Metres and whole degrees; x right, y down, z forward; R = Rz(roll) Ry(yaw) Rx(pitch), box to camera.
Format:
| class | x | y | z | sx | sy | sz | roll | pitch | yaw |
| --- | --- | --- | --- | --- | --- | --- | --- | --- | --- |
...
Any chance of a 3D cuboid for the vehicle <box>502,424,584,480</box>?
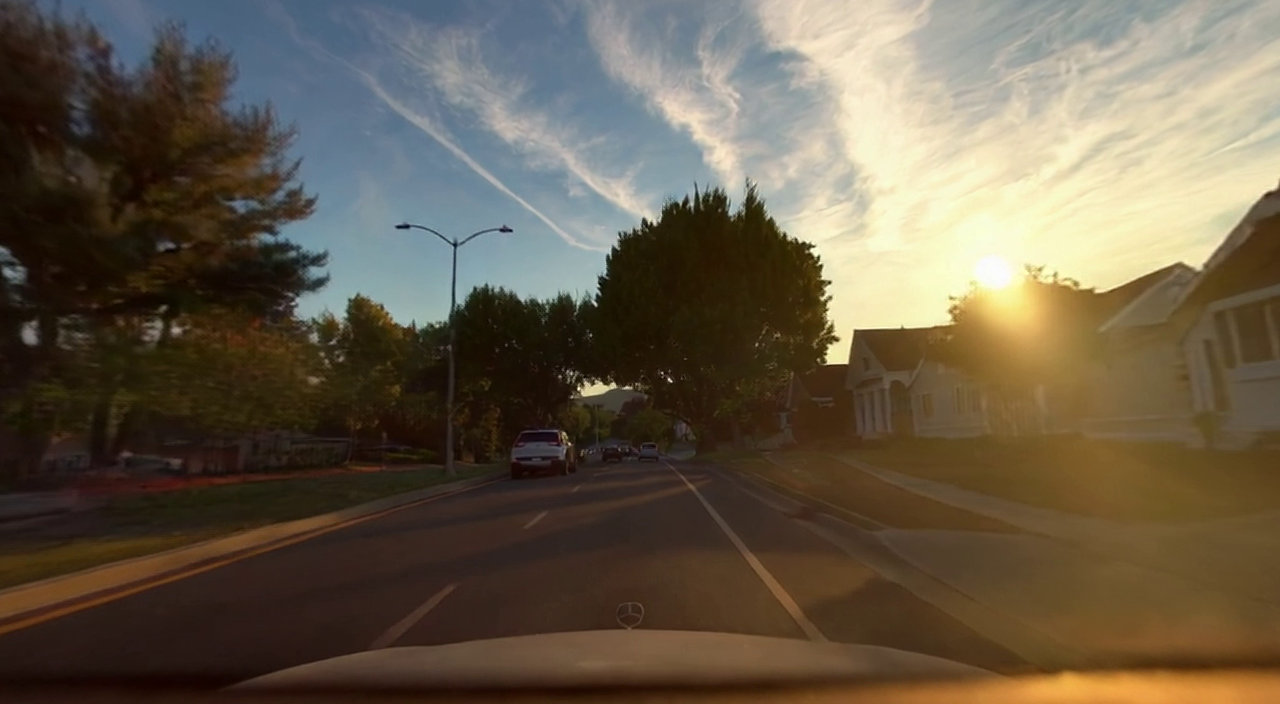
| class | x | y | z | sx | sy | sz | roll | pitch | yaw |
| --- | --- | --- | --- | --- | --- | --- | --- | --- | --- |
| vehicle | -3.260 | 3.471 | 22.217 | 2.073 | 1.770 | 4.302 | 0 | -8 | 2 |
